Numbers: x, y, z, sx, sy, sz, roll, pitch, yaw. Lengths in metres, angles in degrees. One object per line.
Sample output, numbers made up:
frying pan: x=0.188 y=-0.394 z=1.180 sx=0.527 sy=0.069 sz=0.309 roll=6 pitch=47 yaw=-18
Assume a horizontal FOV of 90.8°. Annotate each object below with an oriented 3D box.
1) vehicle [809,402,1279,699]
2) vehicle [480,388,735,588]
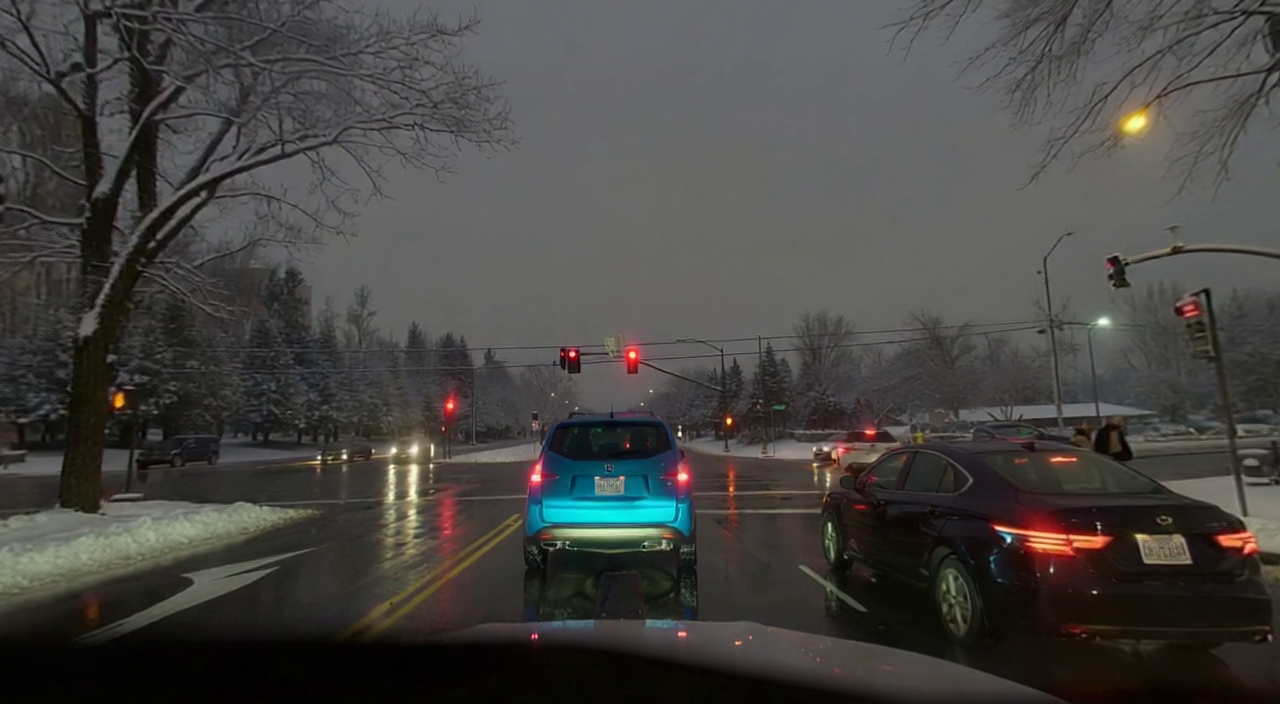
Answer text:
vehicle: x=3.167 y=1.402 z=5.747 sx=1.932 sy=1.562 sz=4.629 roll=0 pitch=-9 yaw=-1
vehicle: x=-0.349 y=1.523 z=7.797 sx=2.247 sy=1.760 sz=4.231 roll=0 pitch=-9 yaw=-2
